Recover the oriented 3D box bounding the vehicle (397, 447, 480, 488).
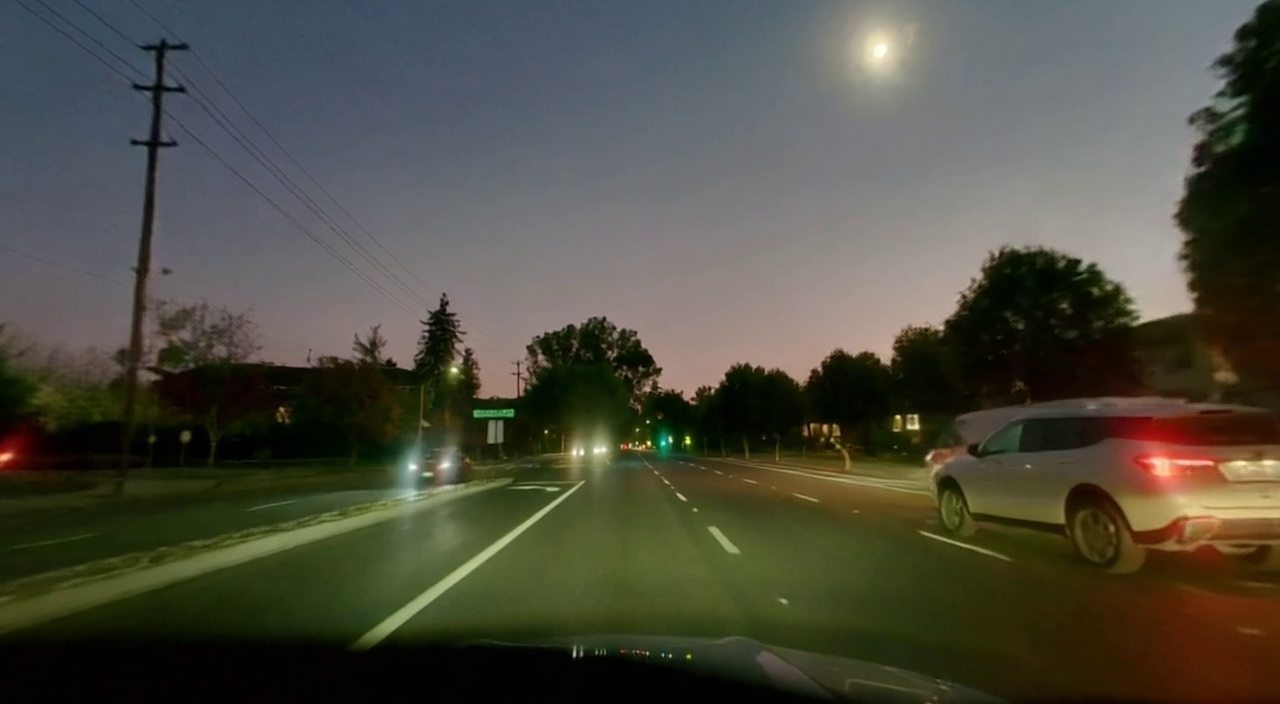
[{"bbox_3d":[-8.642,4.954,27.540,2.140,1.609,4.460,0,-9,0],"label":"vehicle"}]

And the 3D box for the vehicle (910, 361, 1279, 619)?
[{"bbox_3d":[6.019,1.495,7.921,2.493,1.956,6.125,0,-9,-1],"label":"vehicle"}]
